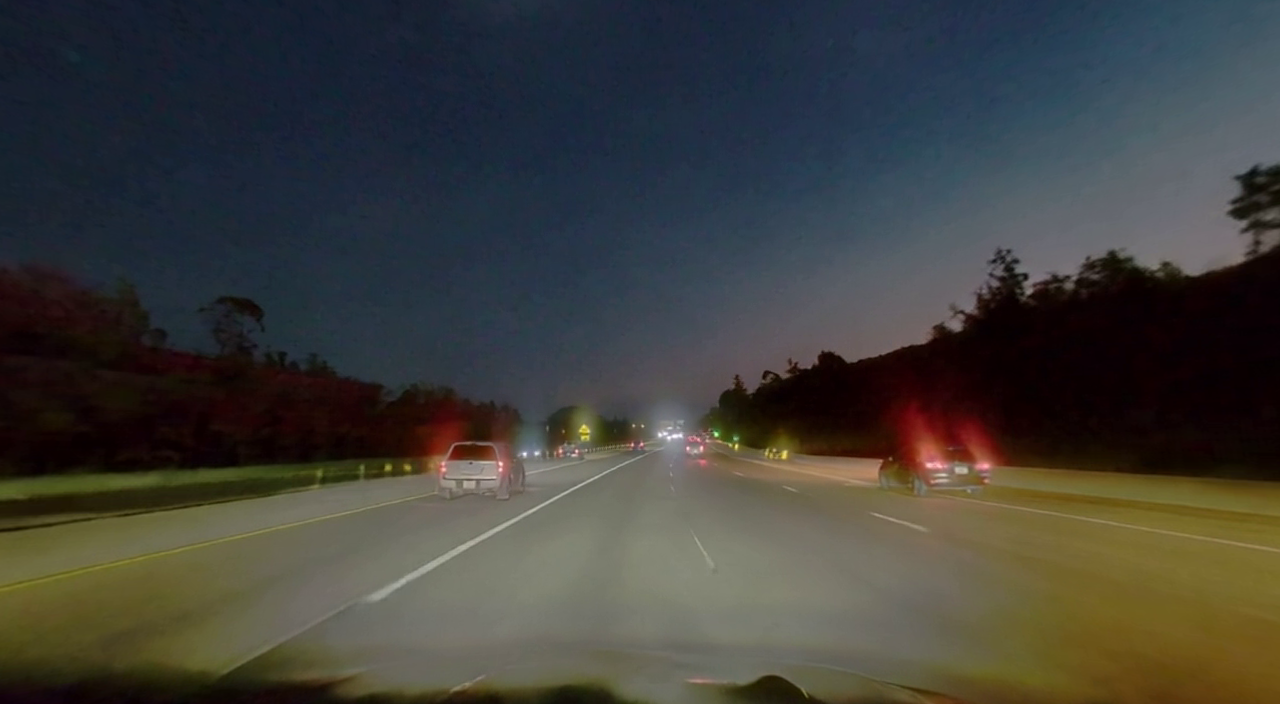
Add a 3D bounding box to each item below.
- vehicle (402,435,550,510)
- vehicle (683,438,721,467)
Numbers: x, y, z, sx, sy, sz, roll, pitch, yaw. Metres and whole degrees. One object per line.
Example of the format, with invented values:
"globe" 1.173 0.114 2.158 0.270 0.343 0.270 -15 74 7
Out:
"vehicle" -3.594 2.744 14.891 2.192 1.482 4.454 0 -9 1
"vehicle" 4.056 6.649 41.967 2.211 1.814 4.404 0 -9 2
